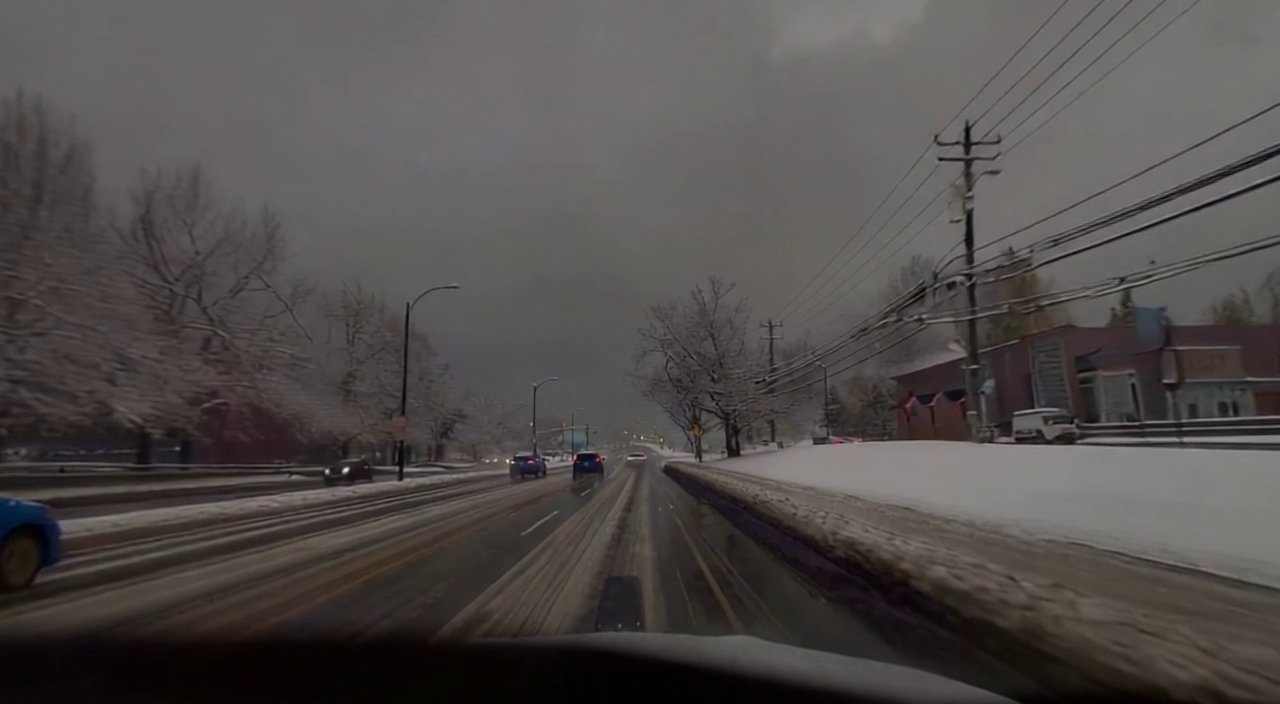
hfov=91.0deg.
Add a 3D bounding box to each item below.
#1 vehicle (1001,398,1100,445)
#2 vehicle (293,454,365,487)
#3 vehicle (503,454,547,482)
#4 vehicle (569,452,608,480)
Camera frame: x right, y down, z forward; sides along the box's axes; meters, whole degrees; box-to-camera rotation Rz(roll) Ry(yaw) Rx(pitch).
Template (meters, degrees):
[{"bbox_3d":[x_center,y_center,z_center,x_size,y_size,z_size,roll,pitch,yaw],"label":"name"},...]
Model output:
[{"bbox_3d":[24.731,4.329,38.290,2.347,2.576,5.846,0,-9,5],"label":"vehicle"},{"bbox_3d":[-21.155,8.071,43.098,2.077,2.020,4.964,0,-9,4],"label":"vehicle"},{"bbox_3d":[-7.247,7.345,40.155,1.932,1.596,4.247,0,-9,1],"label":"vehicle"},{"bbox_3d":[-3.352,7.521,41.910,2.085,1.663,4.513,0,-9,2],"label":"vehicle"}]
